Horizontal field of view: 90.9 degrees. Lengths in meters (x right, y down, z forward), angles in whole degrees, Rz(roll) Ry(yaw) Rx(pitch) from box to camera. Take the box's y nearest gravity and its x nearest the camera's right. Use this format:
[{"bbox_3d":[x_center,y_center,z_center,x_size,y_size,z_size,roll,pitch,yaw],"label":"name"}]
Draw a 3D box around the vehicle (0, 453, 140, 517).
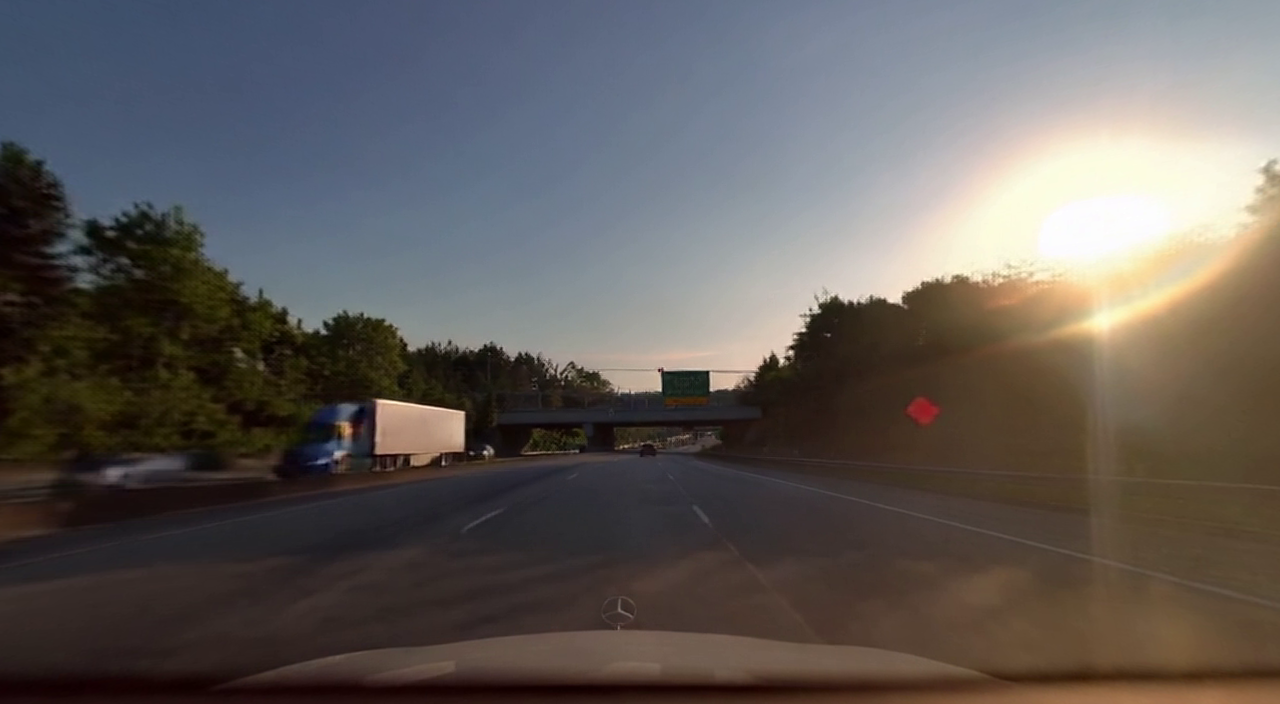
[{"bbox_3d":[-17.096,3.710,18.057,1.794,1.517,4.540,0,-8,-1],"label":"vehicle"}]
